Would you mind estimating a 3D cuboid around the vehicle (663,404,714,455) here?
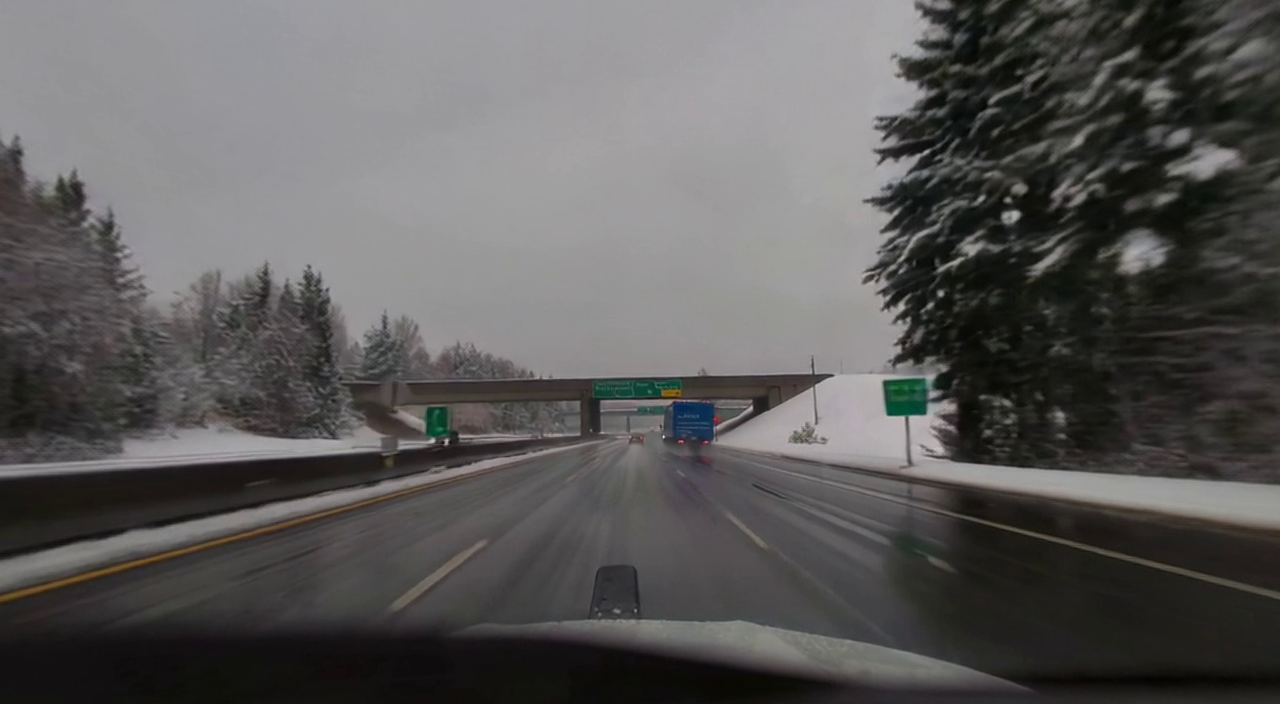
[{"bbox_3d":[3.591,6.140,49.620,2.981,3.512,11.154,0,-8,-1],"label":"vehicle"}]
